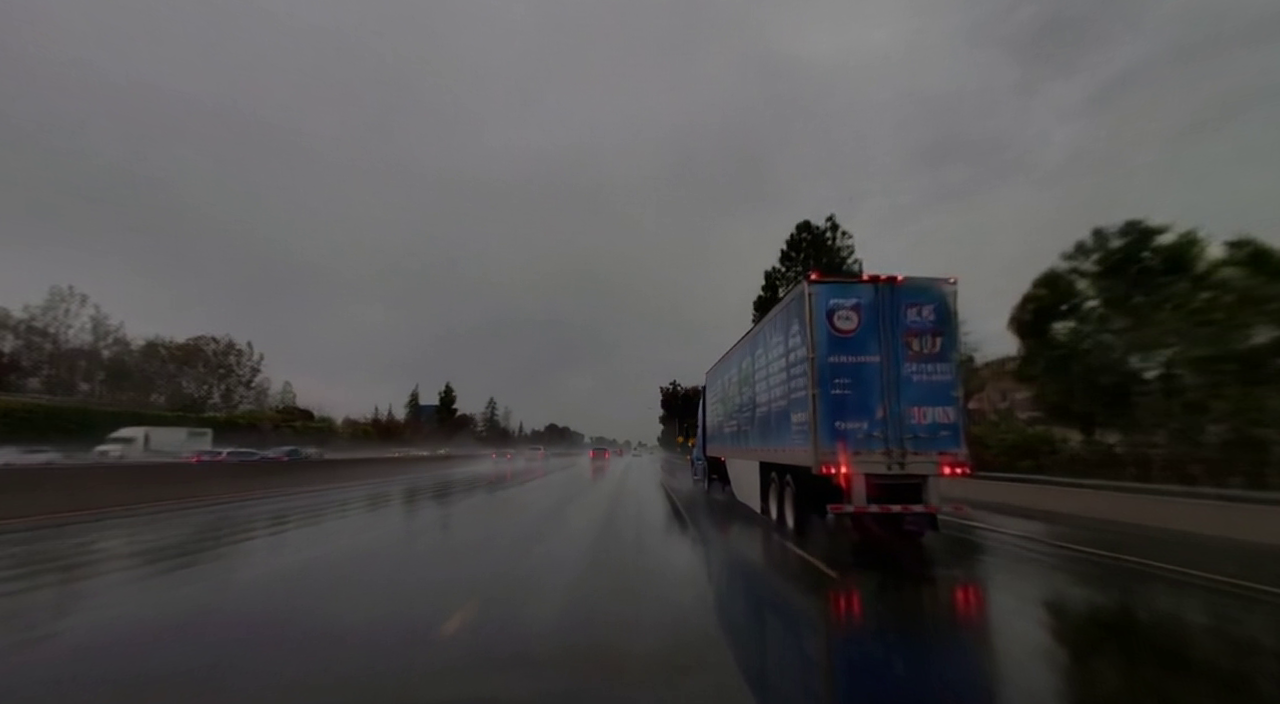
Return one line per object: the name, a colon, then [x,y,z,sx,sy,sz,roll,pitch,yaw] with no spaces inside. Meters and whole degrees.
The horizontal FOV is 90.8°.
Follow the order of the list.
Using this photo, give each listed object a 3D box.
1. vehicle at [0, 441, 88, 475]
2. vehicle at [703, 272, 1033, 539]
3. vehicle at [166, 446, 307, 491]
vehicle: [-39.611,6.800,40.674,2.298,2.001,6.372,0,-9,0]
vehicle: [4.196,1.911,17.423,3.140,4.100,15.551,0,-9,-1]
vehicle: [-14.430,4.160,23.003,1.982,1.471,4.747,0,-9,0]
